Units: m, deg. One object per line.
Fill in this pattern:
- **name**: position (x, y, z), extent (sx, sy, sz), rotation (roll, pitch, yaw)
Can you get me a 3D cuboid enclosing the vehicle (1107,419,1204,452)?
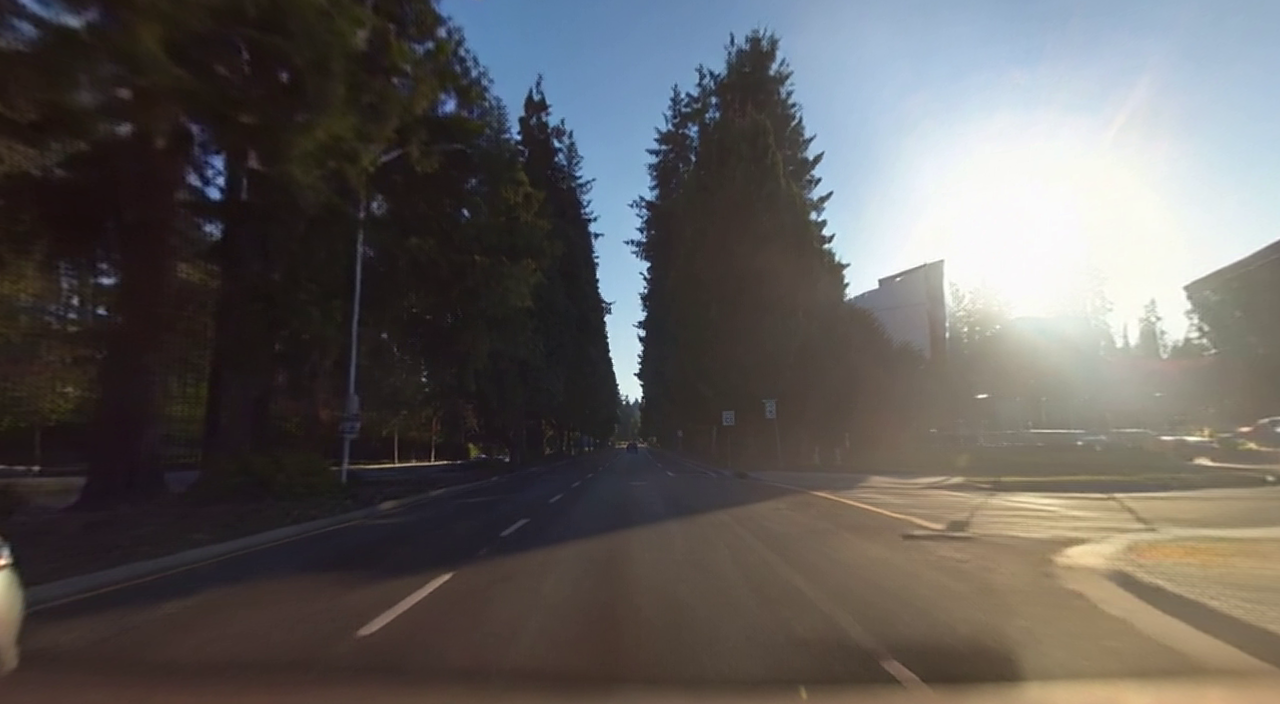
- **vehicle**: position (29.841, 4.852, 36.501), extent (3.879, 1.820, 1.862), rotation (0, -8, 2)
